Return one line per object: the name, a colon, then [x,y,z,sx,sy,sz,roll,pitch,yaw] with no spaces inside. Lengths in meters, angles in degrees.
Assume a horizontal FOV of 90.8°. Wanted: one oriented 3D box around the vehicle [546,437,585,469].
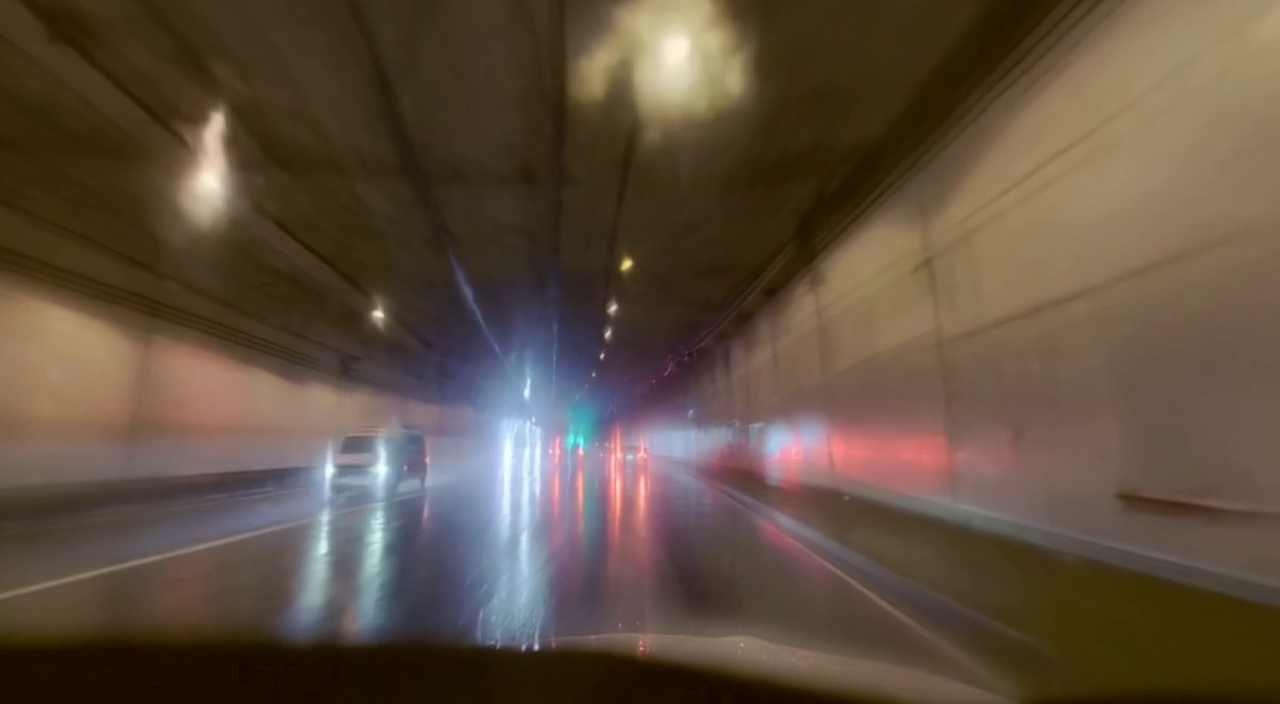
vehicle: [-4.247,5.828,36.671,1.961,1.725,4.315,0,-8,-3]
